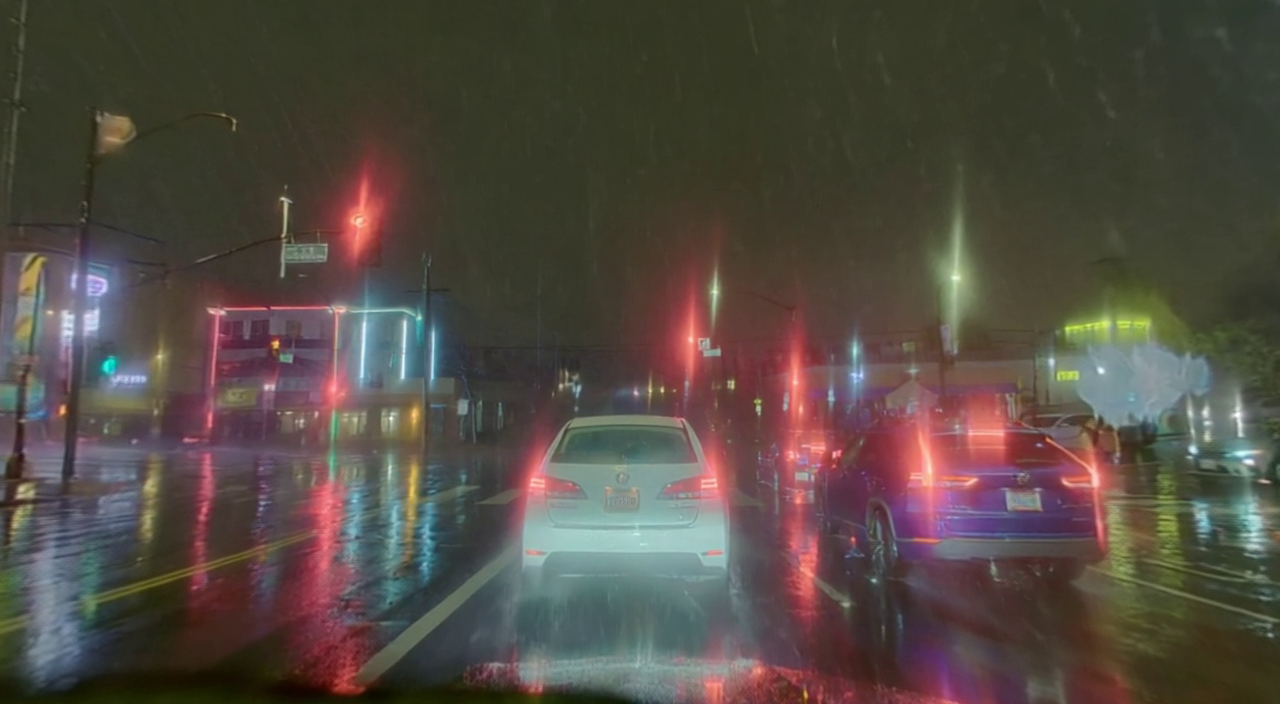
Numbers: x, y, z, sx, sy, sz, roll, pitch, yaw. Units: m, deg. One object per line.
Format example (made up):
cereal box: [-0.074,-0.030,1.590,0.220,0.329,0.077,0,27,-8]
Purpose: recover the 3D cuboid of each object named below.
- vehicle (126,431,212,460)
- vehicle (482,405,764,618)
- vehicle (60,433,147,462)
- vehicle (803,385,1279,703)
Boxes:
vehicle: [-30.105,5.984,40.369,5.003,1.799,2.066,-4,-9,23]
vehicle: [-0.134,1.548,7.186,2.123,1.589,4.702,0,-8,0]
vehicle: [-31.039,5.524,36.539,4.253,1.570,2.132,-4,-9,25]
vehicle: [3.037,1.313,5.447,1.983,1.654,4.354,0,-8,-1]
